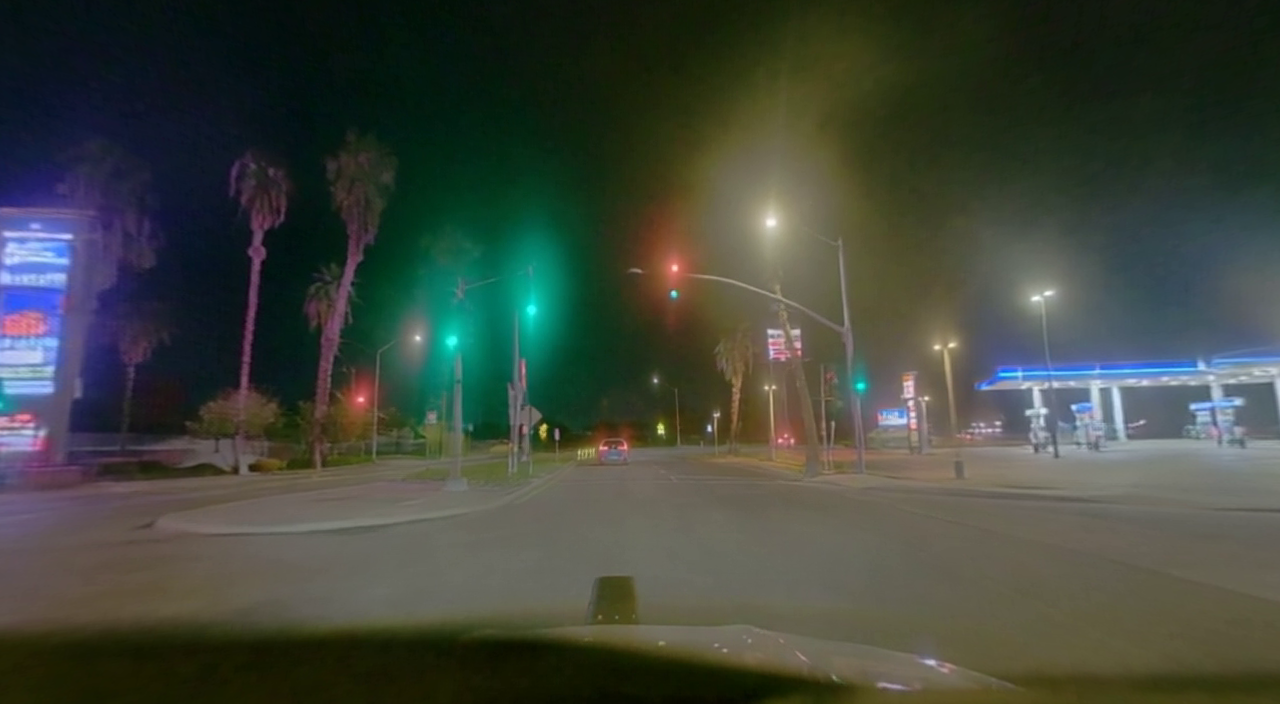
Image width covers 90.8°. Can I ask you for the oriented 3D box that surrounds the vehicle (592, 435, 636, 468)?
[{"bbox_3d":[-1.326,5.081,32.257,2.073,1.525,4.809,0,-9,-3],"label":"vehicle"}]
